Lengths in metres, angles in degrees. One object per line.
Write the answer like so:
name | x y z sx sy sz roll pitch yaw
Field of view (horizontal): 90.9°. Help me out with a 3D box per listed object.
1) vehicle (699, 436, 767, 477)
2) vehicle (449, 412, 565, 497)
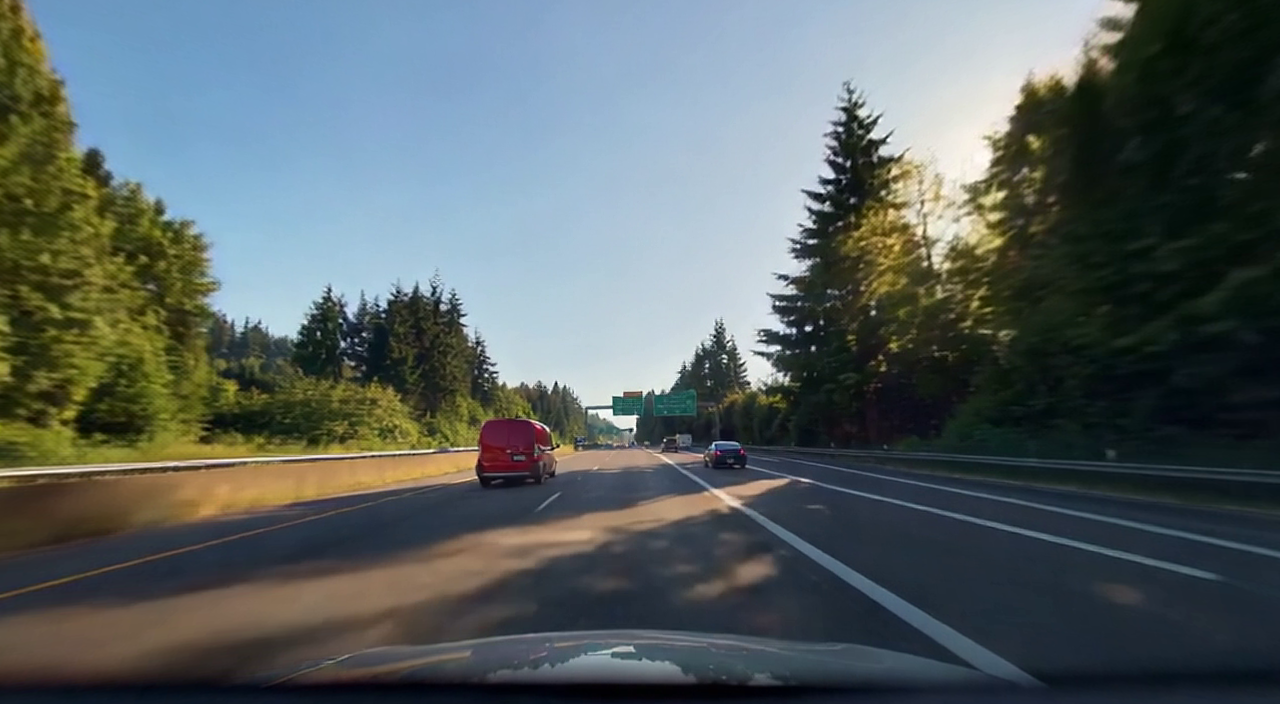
vehicle | 3.542 4.062 24.796 2.020 1.464 3.803 0 -8 -1
vehicle | -3.550 2.851 17.948 2.275 2.053 5.082 0 -8 -1
